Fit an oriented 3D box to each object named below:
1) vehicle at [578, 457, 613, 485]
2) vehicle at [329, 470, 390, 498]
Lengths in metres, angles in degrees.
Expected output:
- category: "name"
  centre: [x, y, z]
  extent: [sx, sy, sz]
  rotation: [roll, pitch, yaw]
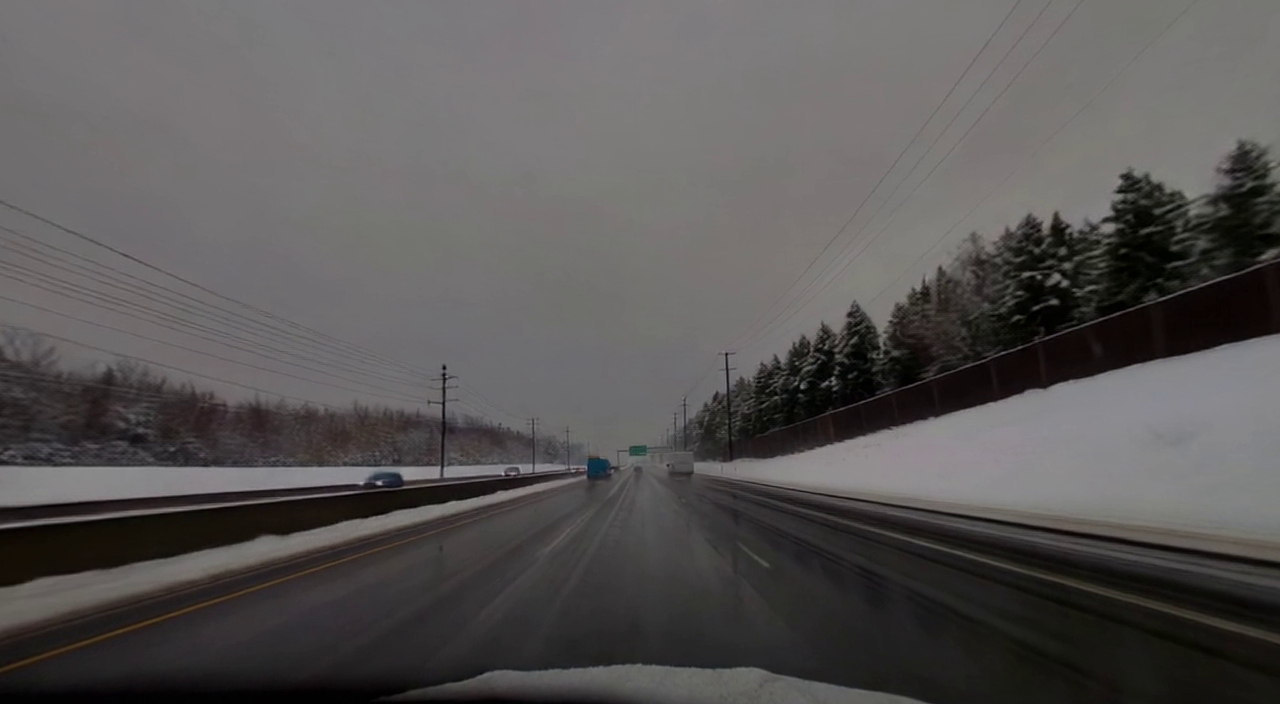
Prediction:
- category: "vehicle"
  centre: [-3.365, 9.166, 48.702]
  extent: [2.324, 2.008, 4.654]
  rotation: [1, -10, 0]
- category: "vehicle"
  centre: [-17.444, 8.196, 39.362]
  extent: [1.980, 1.566, 3.795]
  rotation: [1, -11, 0]
